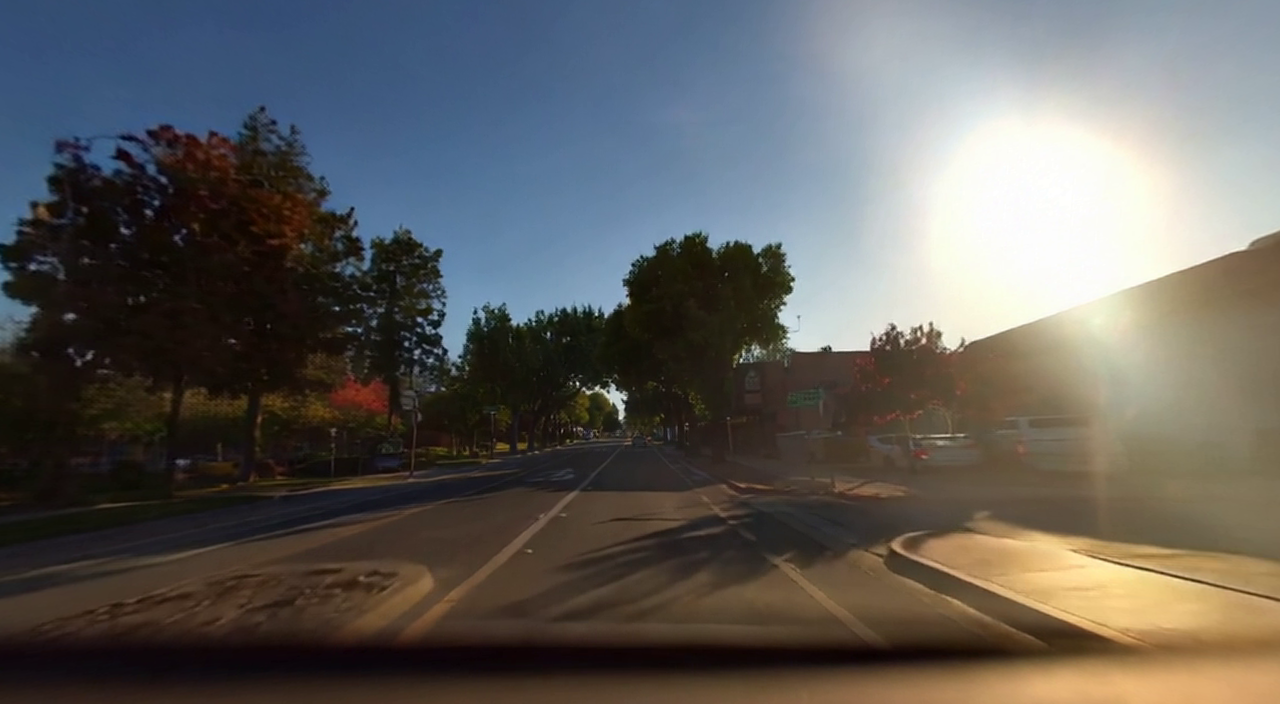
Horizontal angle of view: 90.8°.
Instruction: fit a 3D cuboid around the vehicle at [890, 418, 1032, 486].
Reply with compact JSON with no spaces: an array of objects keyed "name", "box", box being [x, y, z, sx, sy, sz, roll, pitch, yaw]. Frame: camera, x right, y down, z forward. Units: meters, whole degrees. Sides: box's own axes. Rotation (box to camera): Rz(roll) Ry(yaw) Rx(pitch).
[{"name":"vehicle","box":[11.060,3.621,22.225,2.001,1.744,4.449,-3,-14,-9]}]
